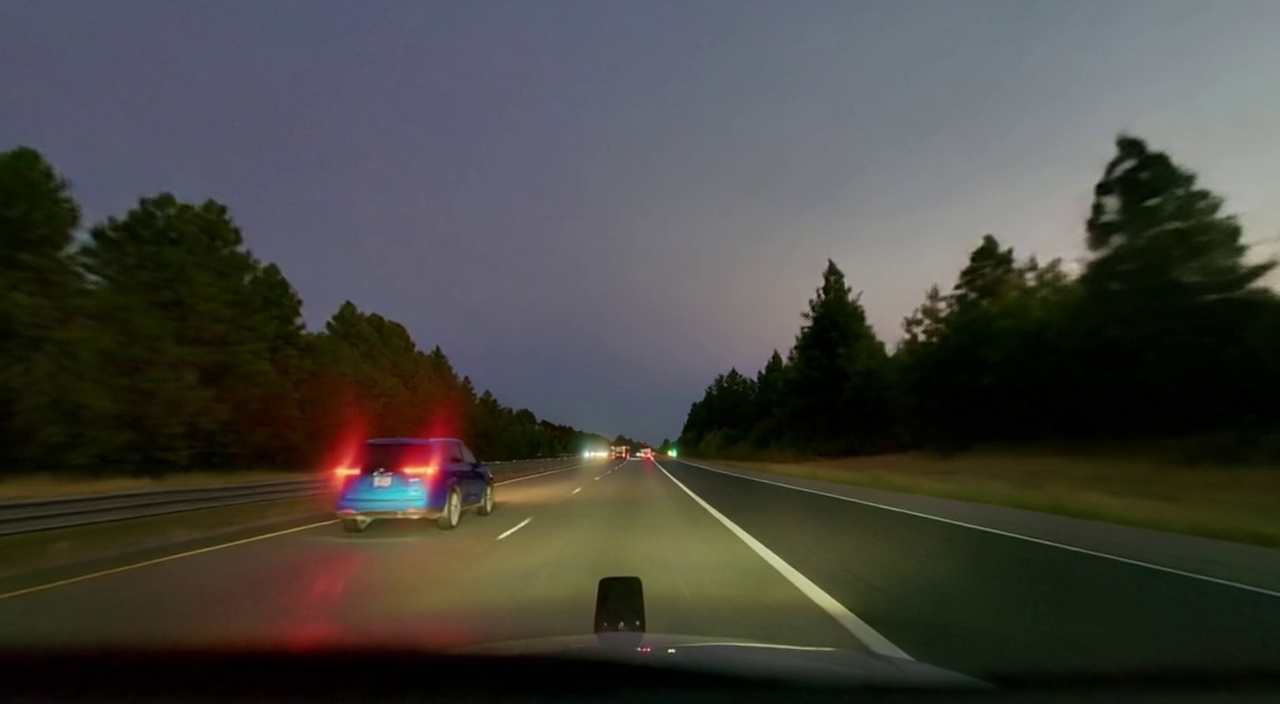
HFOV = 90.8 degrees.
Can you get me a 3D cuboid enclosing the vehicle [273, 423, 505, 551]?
[{"bbox_3d":[-3.953,2.212,11.051,2.110,1.727,4.607,0,-9,1],"label":"vehicle"}]
